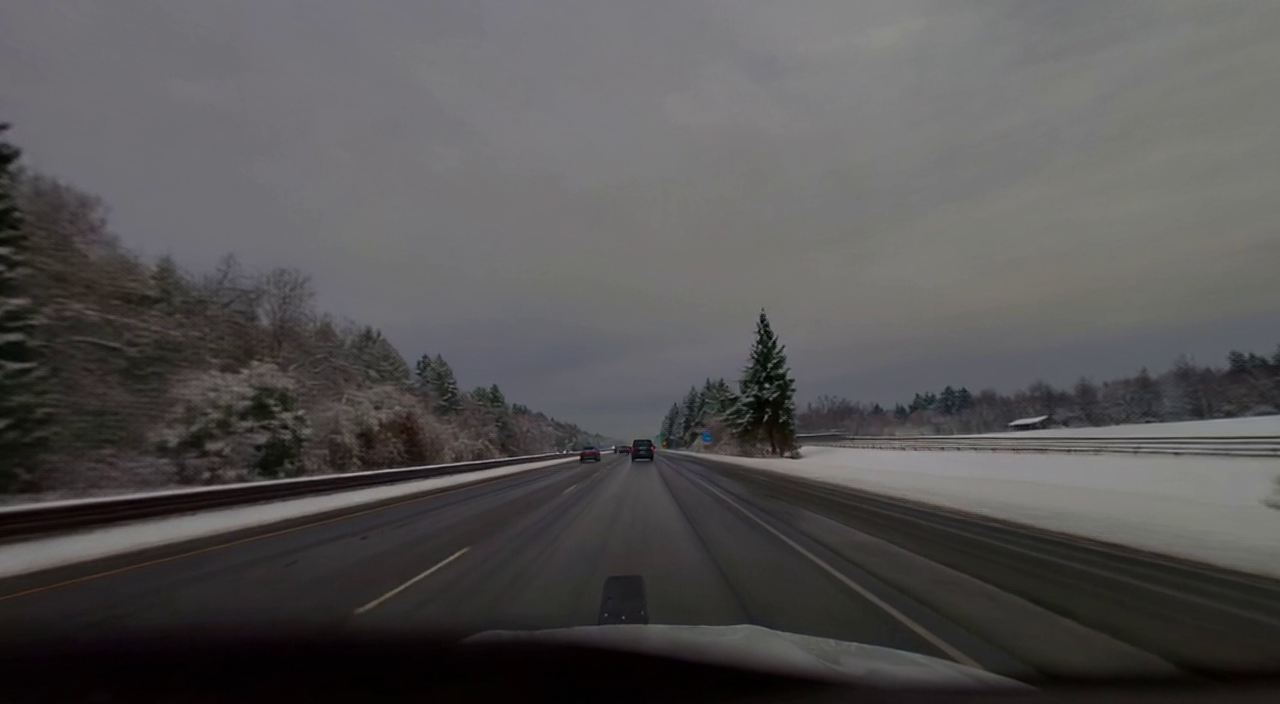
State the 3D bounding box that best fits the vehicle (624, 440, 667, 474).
[{"bbox_3d":[0.285,5.651,33.985,2.172,1.687,3.929,0,-9,0],"label":"vehicle"}]
